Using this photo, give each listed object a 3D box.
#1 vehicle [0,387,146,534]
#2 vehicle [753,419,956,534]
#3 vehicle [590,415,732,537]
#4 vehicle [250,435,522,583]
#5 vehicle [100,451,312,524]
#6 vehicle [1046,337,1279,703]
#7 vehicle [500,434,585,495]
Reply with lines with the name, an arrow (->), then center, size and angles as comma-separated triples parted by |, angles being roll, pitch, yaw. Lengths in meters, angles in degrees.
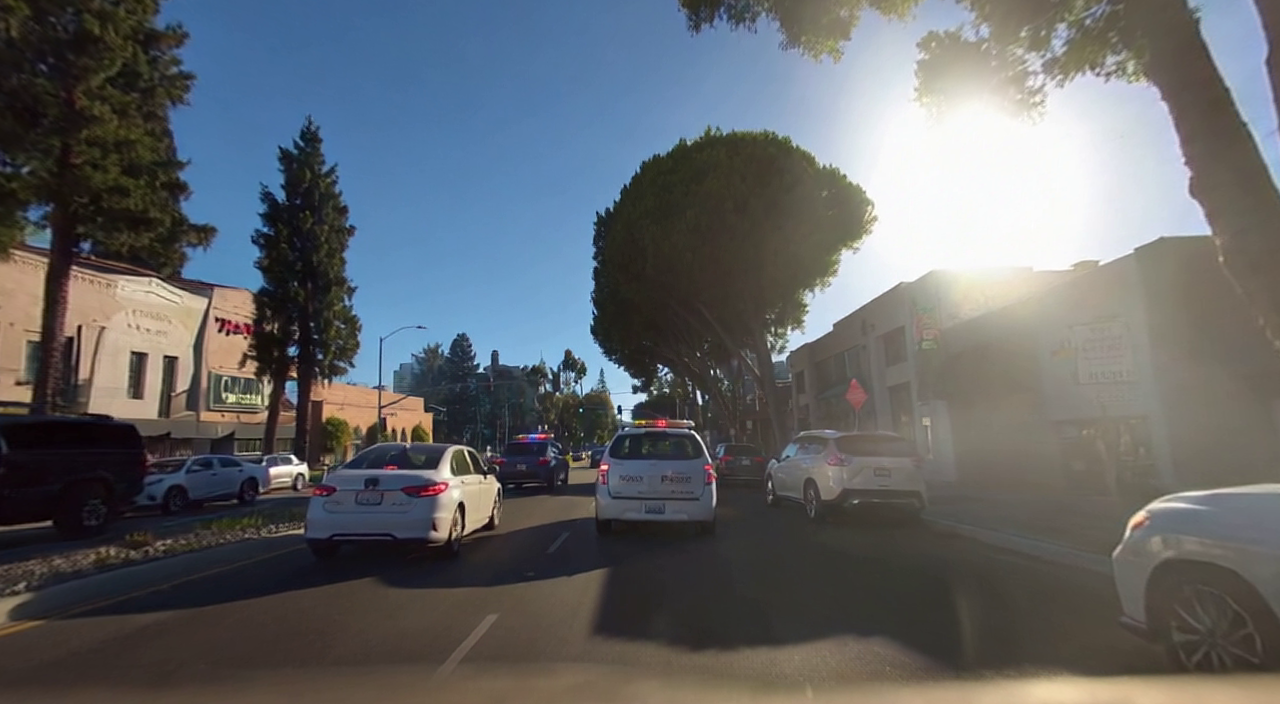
vehicle -> -14.444, 2.112, 11.901 | 2.646, 2.977, 9.228 | -1, -7, 1
vehicle -> 4.061, 2.481, 13.339 | 2.038, 1.865, 5.786 | 0, -8, -2
vehicle -> 0.297, 2.114, 11.292 | 2.075, 1.770, 4.018 | 0, -8, 0
vehicle -> -2.988, 1.914, 8.583 | 1.908, 1.474, 4.257 | 0, -8, 0
vehicle -> -10.671, 3.321, 16.088 | 2.041, 1.500, 4.684 | -1, -8, 1
vehicle -> 4.057, 0.734, 2.081 | 1.987, 1.877, 5.330 | 0, -8, 2
vehicle -> -3.125, 3.729, 21.280 | 2.135, 1.806, 4.514 | 0, -8, 0
